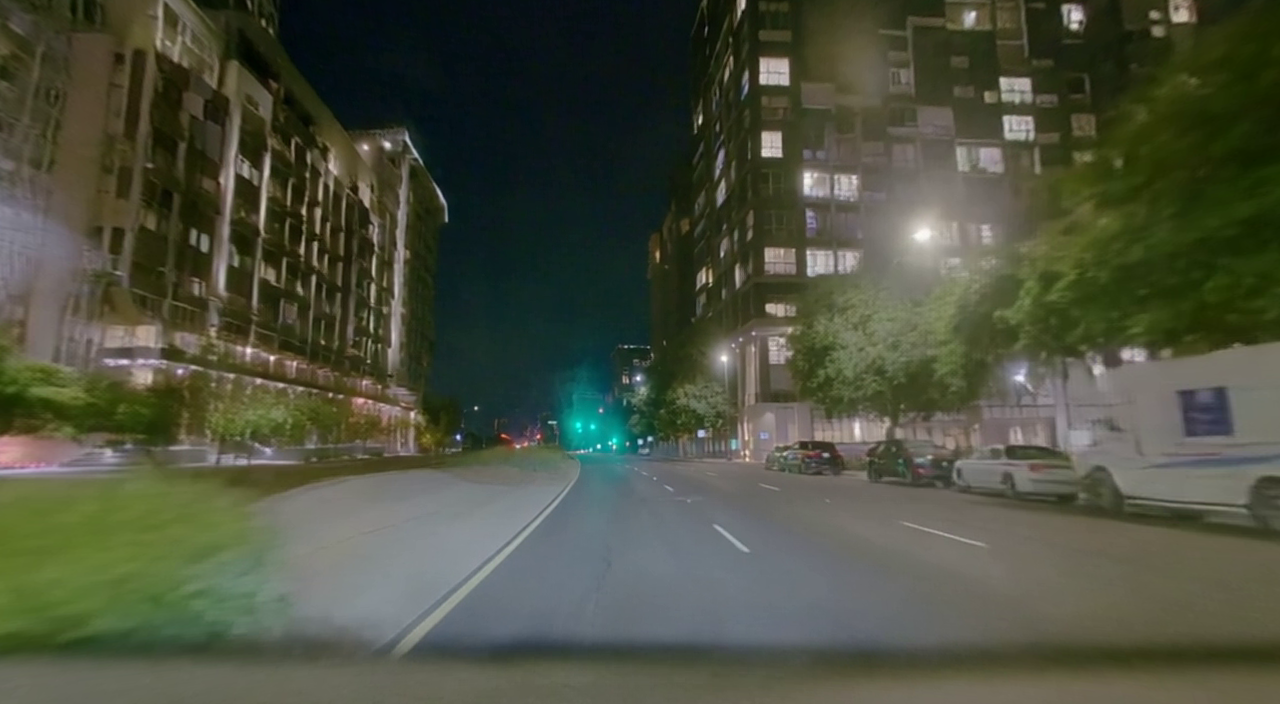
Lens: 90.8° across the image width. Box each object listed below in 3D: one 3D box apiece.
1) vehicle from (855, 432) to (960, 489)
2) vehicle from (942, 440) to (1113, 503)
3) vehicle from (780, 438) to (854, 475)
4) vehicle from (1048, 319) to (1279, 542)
[{"bbox_3d":[10.420,4.259,25.055,1.916,1.889,4.675,4,-9,-4],"label":"vehicle"},{"bbox_3d":[10.669,3.299,17.870,1.885,1.545,4.377,1,-9,-3],"label":"vehicle"},{"bbox_3d":[9.464,5.634,34.240,2.211,1.831,5.275,1,-9,-3],"label":"vehicle"},{"bbox_3d":[10.874,1.439,11.152,2.853,3.253,6.441,0,-9,-1],"label":"vehicle"}]
